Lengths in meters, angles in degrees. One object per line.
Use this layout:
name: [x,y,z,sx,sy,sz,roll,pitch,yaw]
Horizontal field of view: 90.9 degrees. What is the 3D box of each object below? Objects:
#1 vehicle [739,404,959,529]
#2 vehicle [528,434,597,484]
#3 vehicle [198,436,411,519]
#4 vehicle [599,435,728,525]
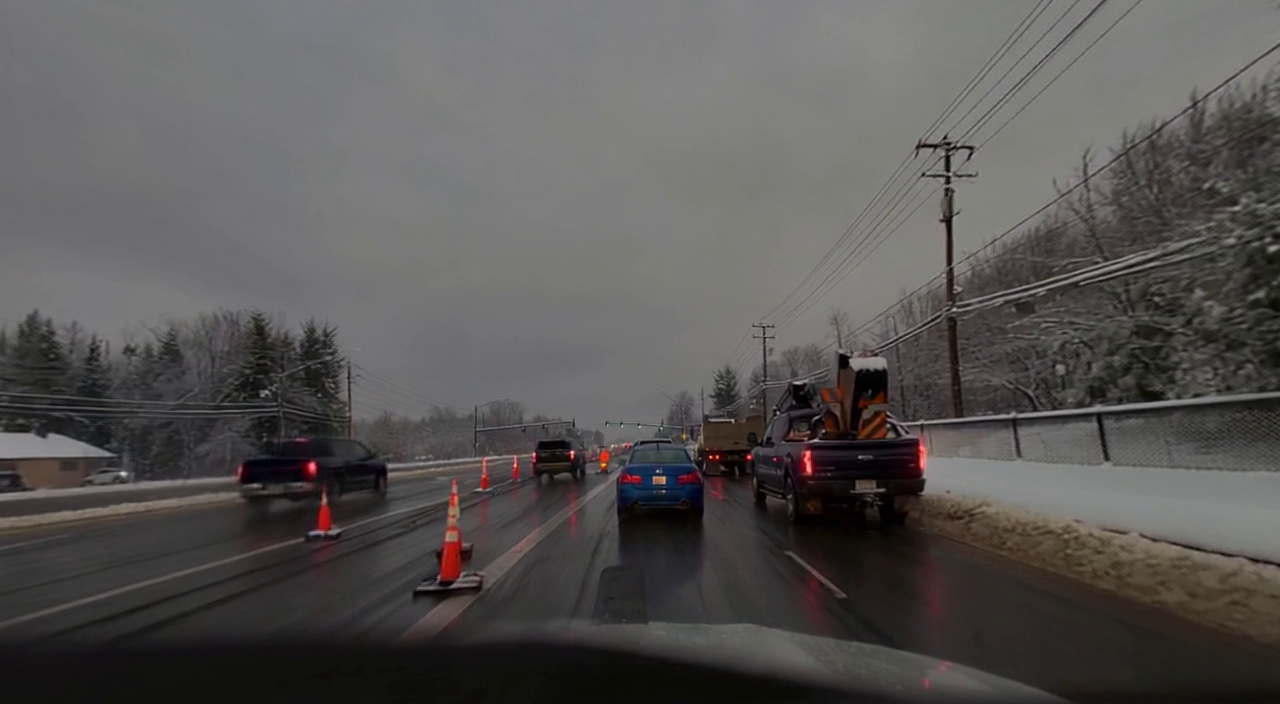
vehicle: [3.908,2.333,13.479,2.555,2.017,6.201,0,-8,0]
vehicle: [-2.867,4.055,24.184,1.989,1.729,4.184,0,-8,2]
vehicle: [-7.041,2.668,14.026,2.018,1.490,4.926,0,-8,0]
vehicle: [0.418,2.440,12.656,2.128,1.473,4.272,0,-8,1]
